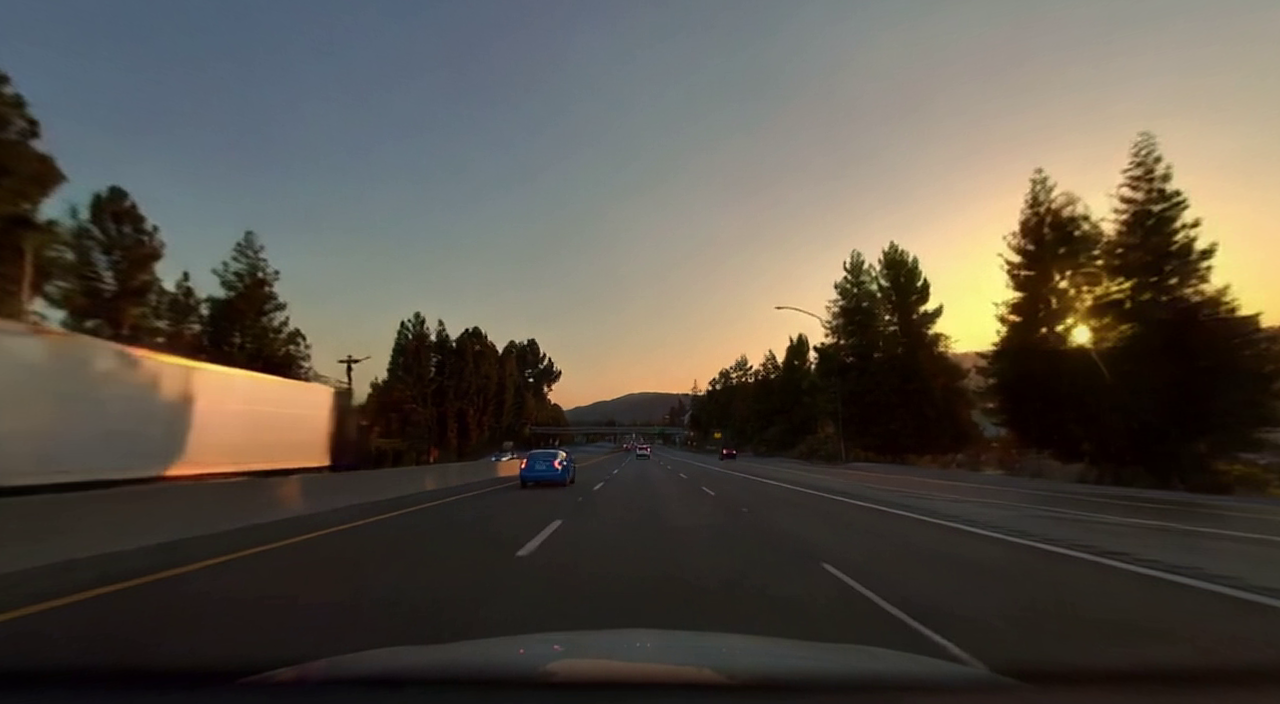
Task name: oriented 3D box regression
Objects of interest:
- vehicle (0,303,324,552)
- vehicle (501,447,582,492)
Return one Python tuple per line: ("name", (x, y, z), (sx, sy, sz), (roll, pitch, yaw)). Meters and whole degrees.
("vehicle", (-10.736, 1.451, 11.368), (3.090, 3.520, 13.662), (0, -9, 0))
("vehicle", (-3.508, 4.322, 23.470), (2.162, 1.493, 4.583), (0, -9, 1))
